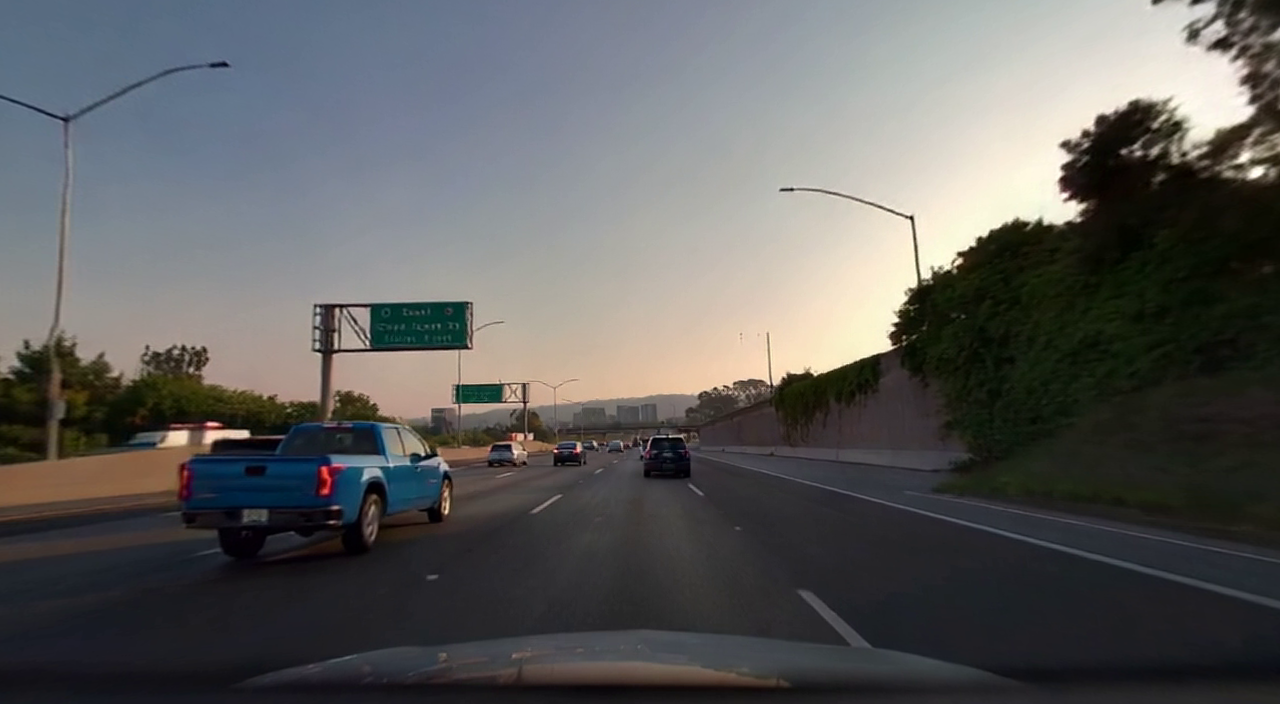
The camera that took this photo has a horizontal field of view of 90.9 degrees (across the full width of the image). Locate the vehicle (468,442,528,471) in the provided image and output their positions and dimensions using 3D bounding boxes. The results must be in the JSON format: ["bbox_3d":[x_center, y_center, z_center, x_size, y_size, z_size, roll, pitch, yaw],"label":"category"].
[{"bbox_3d":[-7.588,5.613,34.124,2.081,1.463,4.749,0,-8,1],"label":"vehicle"}]

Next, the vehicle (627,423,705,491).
[{"bbox_3d":[0.680,3.174,19.316,2.083,1.792,4.782,0,-8,-1],"label":"vehicle"}]

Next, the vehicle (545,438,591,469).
[{"bbox_3d":[-3.973,5.687,35.586,1.961,1.591,4.756,0,-8,1],"label":"vehicle"}]

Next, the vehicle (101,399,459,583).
[{"bbox_3d":[-4.300,1.753,8.870,1.954,1.792,5.187,0,-8,0],"label":"vehicle"}]
